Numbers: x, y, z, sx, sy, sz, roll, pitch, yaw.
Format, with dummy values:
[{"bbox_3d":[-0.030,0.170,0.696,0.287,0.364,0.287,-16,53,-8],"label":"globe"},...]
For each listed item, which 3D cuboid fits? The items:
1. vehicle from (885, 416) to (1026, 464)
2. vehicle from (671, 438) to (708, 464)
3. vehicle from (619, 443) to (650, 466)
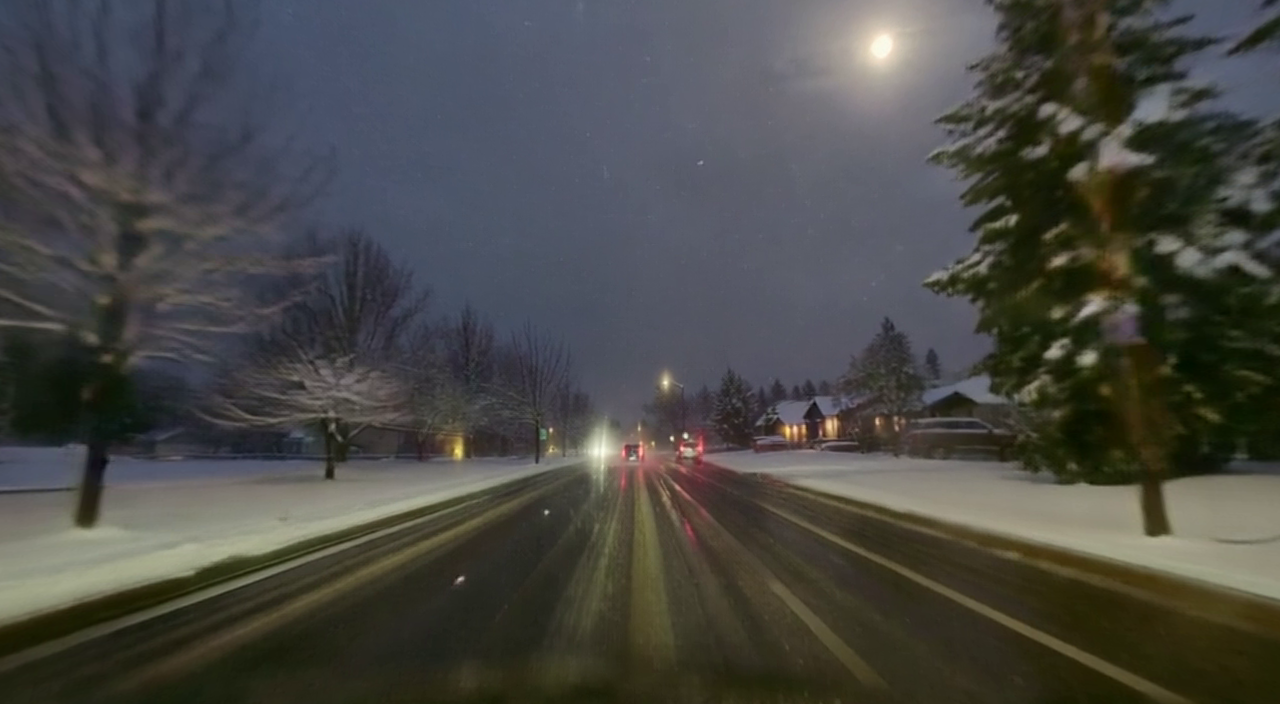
[{"bbox_3d":[13.099,3.707,26.321,4.739,1.918,2.071,-1,-8,3],"label":"vehicle"},{"bbox_3d":[3.764,7.612,48.438,2.203,1.828,5.336,0,-8,-2],"label":"vehicle"},{"bbox_3d":[-0.369,7.096,43.668,2.054,1.456,4.003,0,-8,-1],"label":"vehicle"}]
